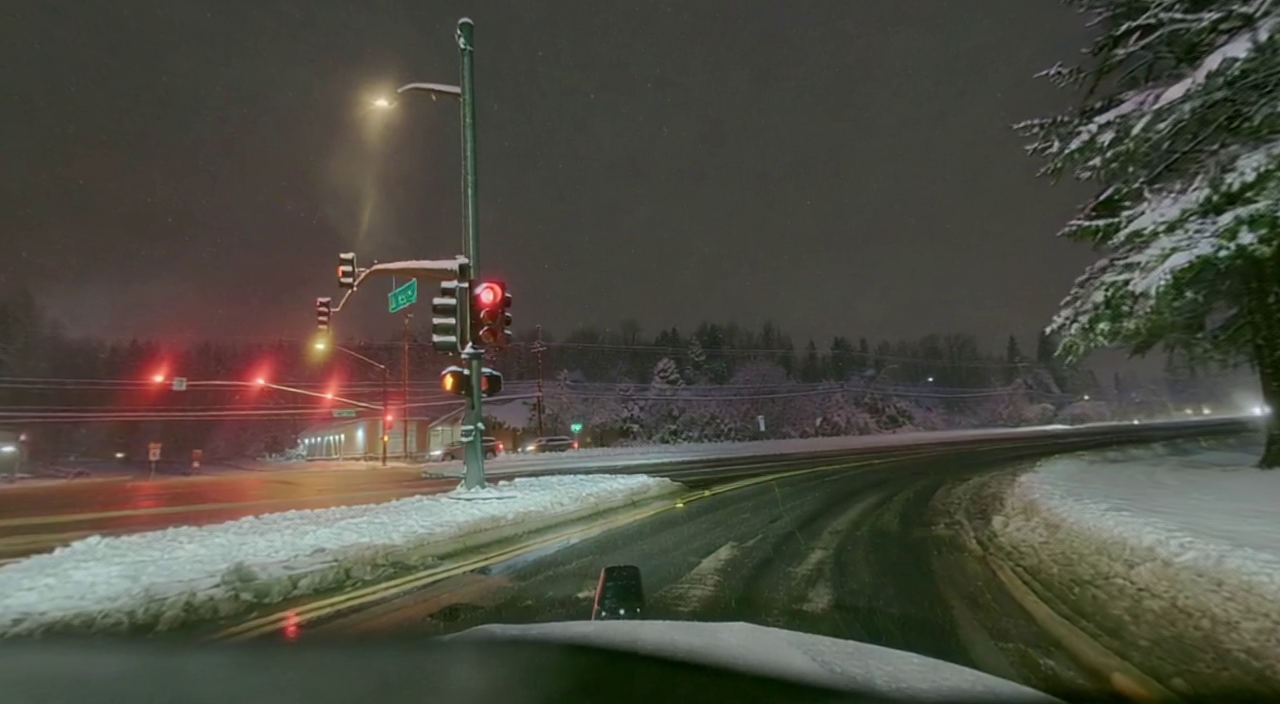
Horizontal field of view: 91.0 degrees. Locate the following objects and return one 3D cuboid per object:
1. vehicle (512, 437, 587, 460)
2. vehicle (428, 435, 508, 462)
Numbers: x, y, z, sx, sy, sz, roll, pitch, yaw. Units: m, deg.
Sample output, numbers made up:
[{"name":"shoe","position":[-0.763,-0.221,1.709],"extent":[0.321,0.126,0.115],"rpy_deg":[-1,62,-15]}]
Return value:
[{"name":"vehicle","position":[-5.900,6.342,41.392],"extent":[4.527,1.444,1.811],"rpy_deg":[6,-10,-35]},{"name":"vehicle","position":[-11.640,6.543,42.726],"extent":[4.782,1.776,2.118],"rpy_deg":[6,-10,-34]}]
